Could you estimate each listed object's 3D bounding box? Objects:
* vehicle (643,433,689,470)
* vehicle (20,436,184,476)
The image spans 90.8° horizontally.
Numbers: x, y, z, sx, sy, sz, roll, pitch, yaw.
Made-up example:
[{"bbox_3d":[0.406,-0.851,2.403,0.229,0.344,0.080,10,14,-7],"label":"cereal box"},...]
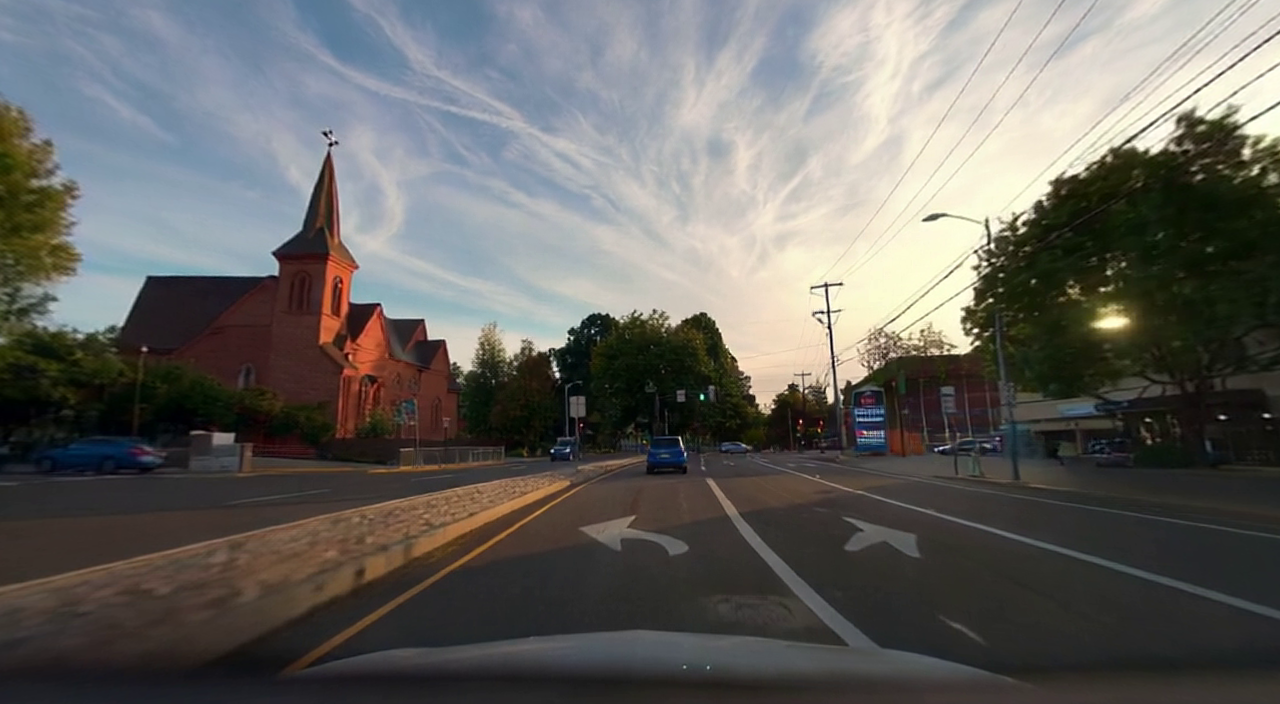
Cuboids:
[{"bbox_3d":[1.274,4.689,29.892,2.032,1.621,4.082,-1,-8,4],"label":"vehicle"},{"bbox_3d":[-21.464,4.141,25.492,4.430,1.493,2.210,3,-9,-19],"label":"vehicle"}]
